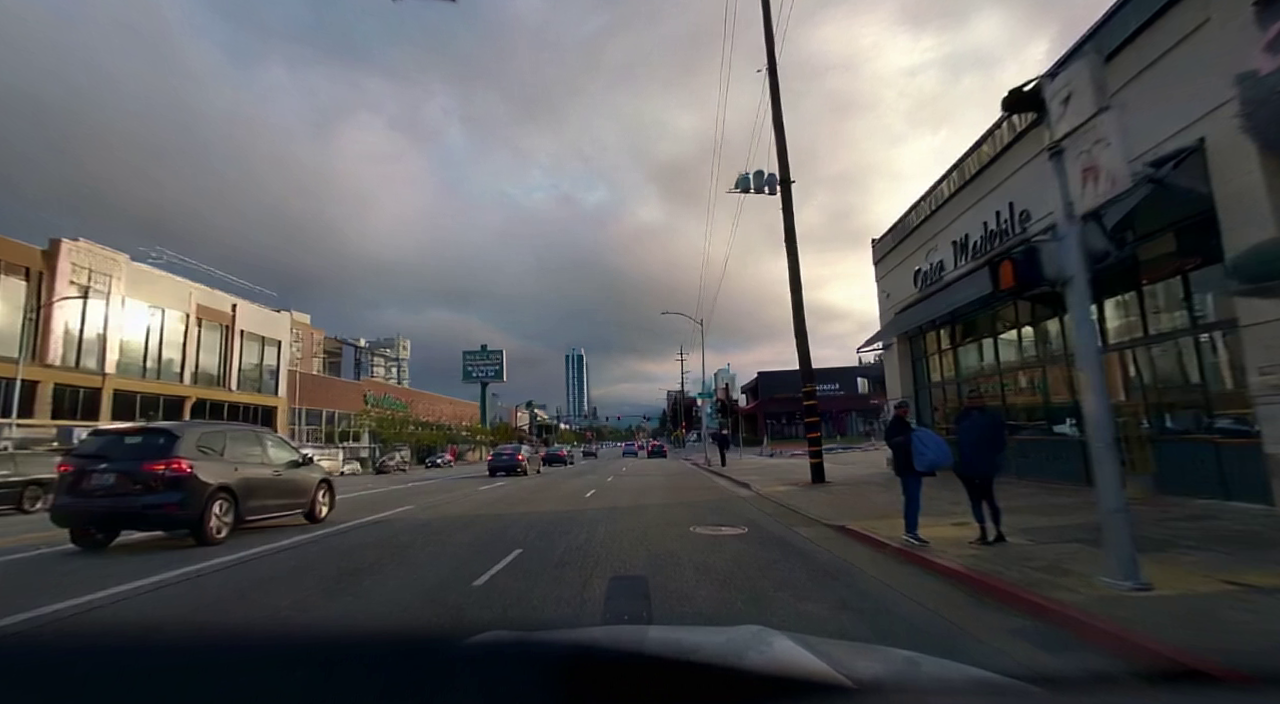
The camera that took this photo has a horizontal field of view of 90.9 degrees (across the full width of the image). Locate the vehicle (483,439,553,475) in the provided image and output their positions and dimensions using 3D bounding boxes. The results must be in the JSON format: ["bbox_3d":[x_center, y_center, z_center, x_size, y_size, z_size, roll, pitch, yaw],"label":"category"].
[{"bbox_3d":[-5.443,4.749,28.739,2.030,1.488,4.650,-1,-8,3],"label":"vehicle"}]

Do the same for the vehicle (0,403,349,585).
[{"bbox_3d":[-6.072,1.693,8.380,2.007,1.698,4.759,0,-8,1],"label":"vehicle"}]

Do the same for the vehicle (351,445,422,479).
[{"bbox_3d":[-13.470,5.848,33.762,1.902,1.657,4.223,-1,-8,2],"label":"vehicle"}]
